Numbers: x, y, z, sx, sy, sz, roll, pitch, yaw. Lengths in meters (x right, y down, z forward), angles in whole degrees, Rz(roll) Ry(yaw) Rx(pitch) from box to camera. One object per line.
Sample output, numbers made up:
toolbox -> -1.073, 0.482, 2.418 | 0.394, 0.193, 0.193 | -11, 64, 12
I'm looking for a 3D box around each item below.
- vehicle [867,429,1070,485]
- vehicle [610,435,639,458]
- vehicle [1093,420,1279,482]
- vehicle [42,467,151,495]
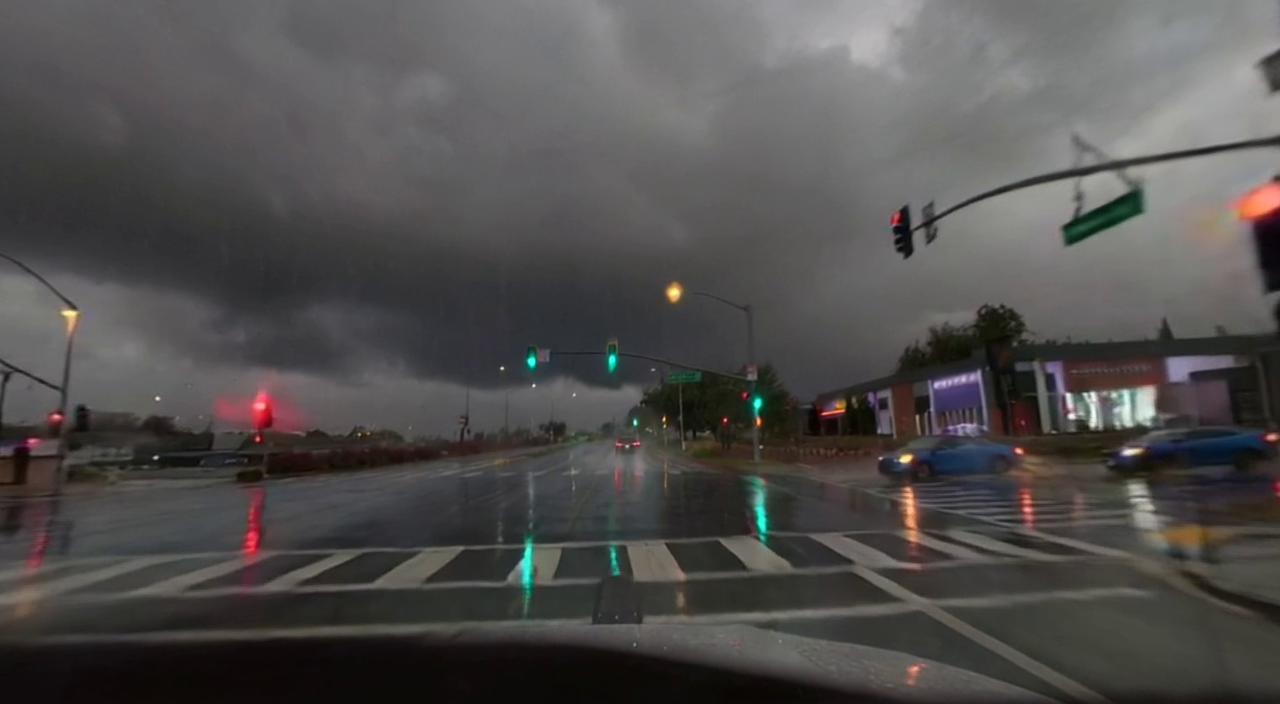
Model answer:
vehicle -> 9.425, 3.041, 18.402 | 4.794, 1.511, 1.992 | 0, -9, -3
vehicle -> -1.119, 6.992, 46.723 | 2.024, 1.628, 4.774 | 0, -9, -1
vehicle -> 16.389, 2.869, 18.446 | 4.710, 1.588, 2.053 | -1, -9, -3
vehicle -> -33.660, 8.023, 39.248 | 4.708, 1.575, 2.020 | 0, -11, -5
